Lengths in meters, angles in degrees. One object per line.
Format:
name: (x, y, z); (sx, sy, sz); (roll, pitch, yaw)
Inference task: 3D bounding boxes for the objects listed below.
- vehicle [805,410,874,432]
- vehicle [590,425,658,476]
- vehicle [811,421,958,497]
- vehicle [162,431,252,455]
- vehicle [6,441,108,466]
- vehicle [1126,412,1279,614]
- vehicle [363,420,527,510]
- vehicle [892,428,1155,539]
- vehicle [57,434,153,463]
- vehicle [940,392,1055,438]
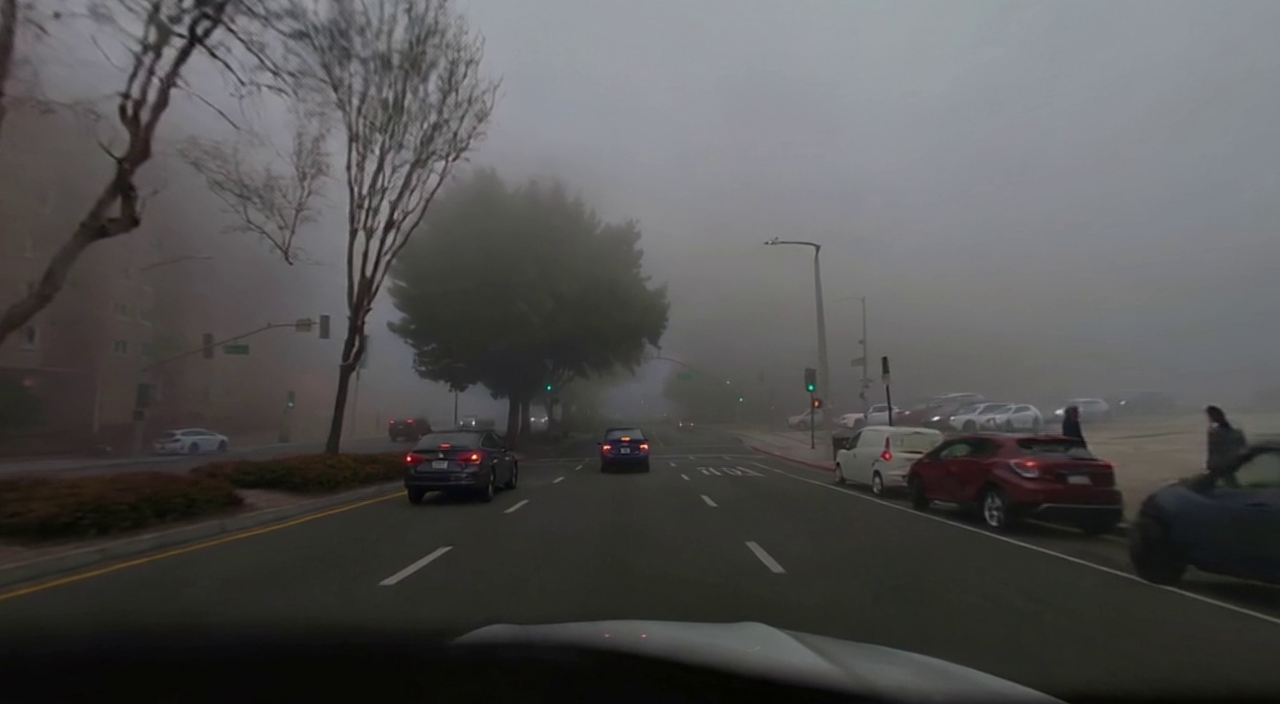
vehicle: (15.144, 5.284, 48.076); (4.775, 1.604, 1.915); (3, -9, -20)
vehicle: (-0.482, 3.278, 21.168); (2.082, 1.520, 3.896); (0, -8, 0)
vehicle: (6.158, 2.753, 16.610); (1.904, 1.705, 4.510); (0, -8, -2)
vehicle: (-27.807, 5.847, 40.685); (4.453, 1.471, 1.921); (-1, -8, 4)
vehicle: (-34.772, 6.048, 37.773); (3.957, 1.396, 2.134); (0, -9, 1)
vehicle: (6.204, 1.297, 5.003); (1.877, 1.642, 3.572); (0, -8, 2)
vehicle: (-3.728, 2.254, 13.051); (1.934, 1.522, 4.464); (0, -8, 0)
vehicle: (6.107, 2.115, 10.797); (1.959, 1.513, 4.104); (0, -8, 1)
vehicle: (-34.987, 6.312, 41.367); (4.698, 1.833, 1.887); (-1, -8, 6)
vehicle: (21.622, 3.869, 38.333); (5.756, 2.653, 2.403); (2, -8, -12)
